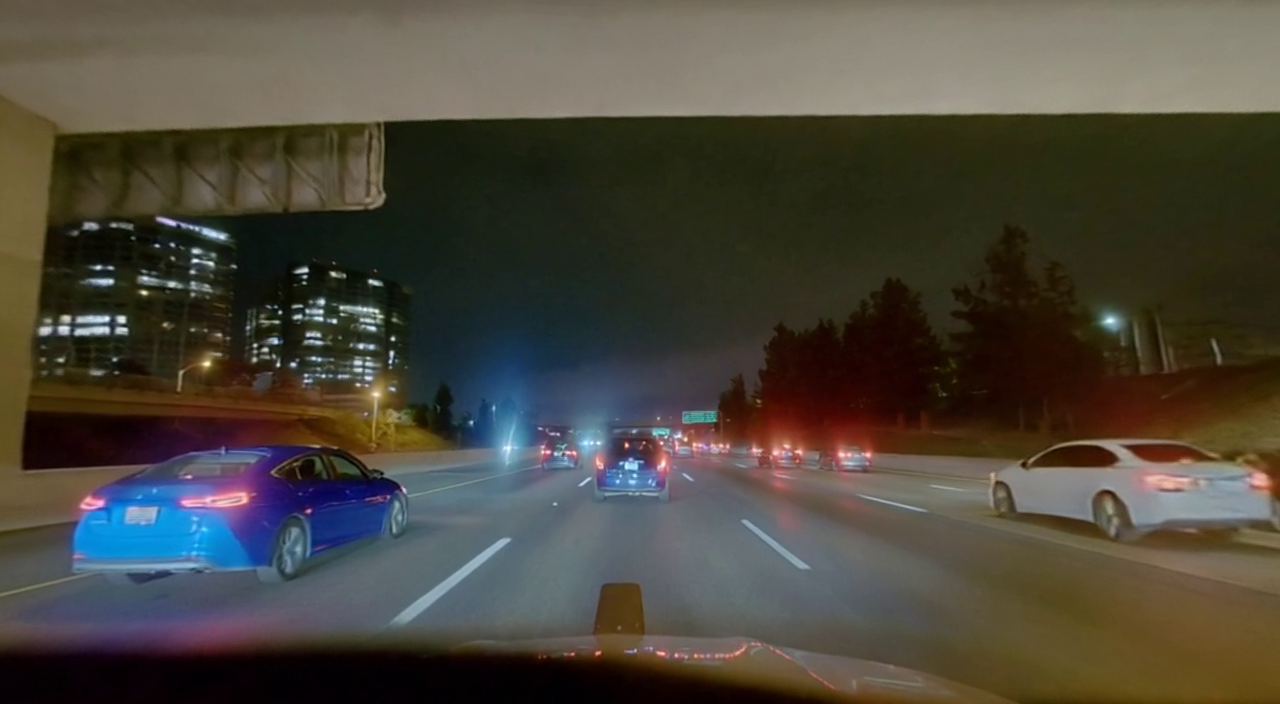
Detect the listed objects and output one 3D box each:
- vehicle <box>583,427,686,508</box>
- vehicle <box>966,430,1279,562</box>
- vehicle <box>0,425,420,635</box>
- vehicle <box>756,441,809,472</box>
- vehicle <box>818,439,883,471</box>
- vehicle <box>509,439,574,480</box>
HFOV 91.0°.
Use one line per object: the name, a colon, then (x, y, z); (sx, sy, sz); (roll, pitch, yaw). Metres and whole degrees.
vehicle: (-0.097, 2.782, 15.546); (2.181, 1.697, 4.021); (0, -9, 0)
vehicle: (7.307, 2.049, 9.762); (2.049, 1.521, 4.604); (0, -9, 0)
vehicle: (-4.149, 1.612, 6.778); (1.974, 1.478, 4.412); (0, -9, 0)
vehicle: (7.418, 5.461, 33.096); (1.880, 1.526, 3.641); (0, -9, 0)
vehicle: (11.560, 5.688, 34.927); (1.992, 1.625, 4.359); (1, -9, -1)
vehicle: (-3.988, 4.434, 26.213); (1.947, 1.516, 4.295); (0, -9, 1)
